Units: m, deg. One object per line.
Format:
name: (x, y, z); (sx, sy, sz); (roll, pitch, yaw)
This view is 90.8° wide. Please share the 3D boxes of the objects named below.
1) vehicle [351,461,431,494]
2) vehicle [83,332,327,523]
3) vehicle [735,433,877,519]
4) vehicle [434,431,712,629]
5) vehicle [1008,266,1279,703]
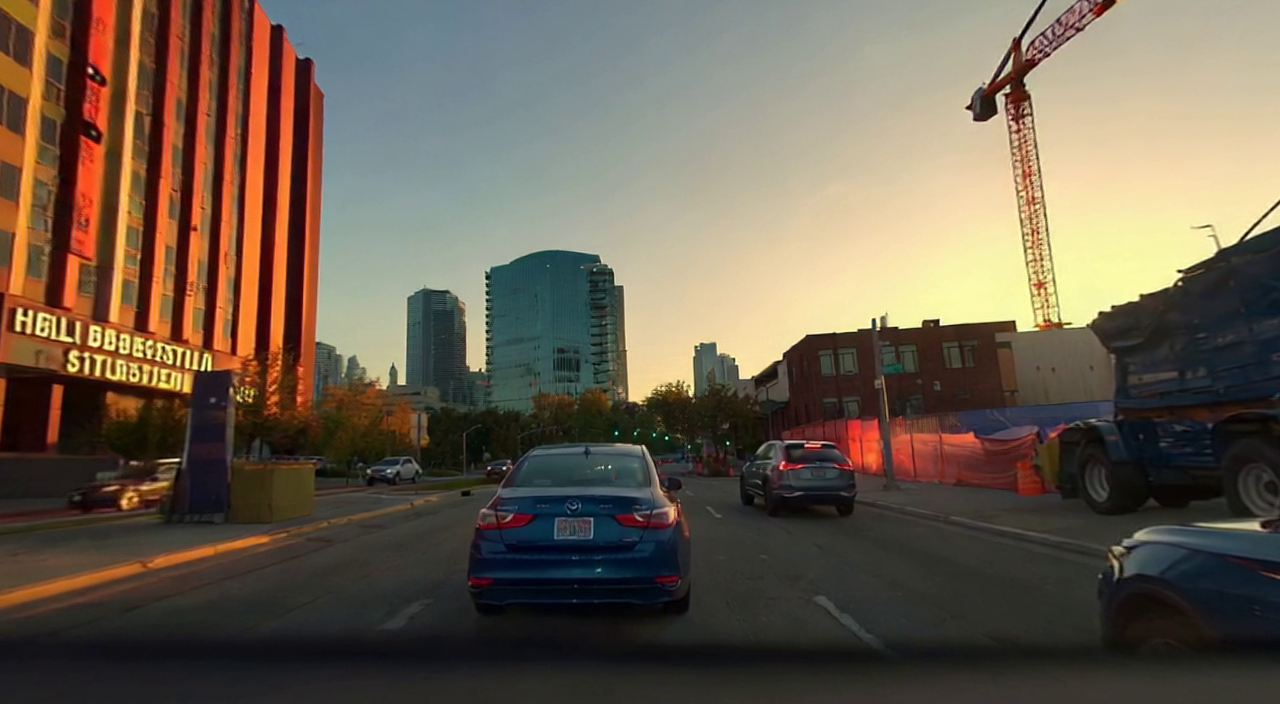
vehicle: (-12.780, 6.455, 32.805); (1.986, 1.476, 4.753); (-1, -8, 3)
vehicle: (-9.104, 1.657, 13.725); (2.592, 3.548, 3.414); (-2, -9, 4)
vehicle: (3.890, 3.002, 15.887); (2.185, 1.797, 4.934); (0, -8, -1)
vehicle: (-0.467, 1.682, 7.013); (2.131, 1.496, 4.193); (0, -8, 1)
vehicle: (3.363, 0.520, 1.213); (2.182, 1.954, 5.341); (0, -8, 2)
